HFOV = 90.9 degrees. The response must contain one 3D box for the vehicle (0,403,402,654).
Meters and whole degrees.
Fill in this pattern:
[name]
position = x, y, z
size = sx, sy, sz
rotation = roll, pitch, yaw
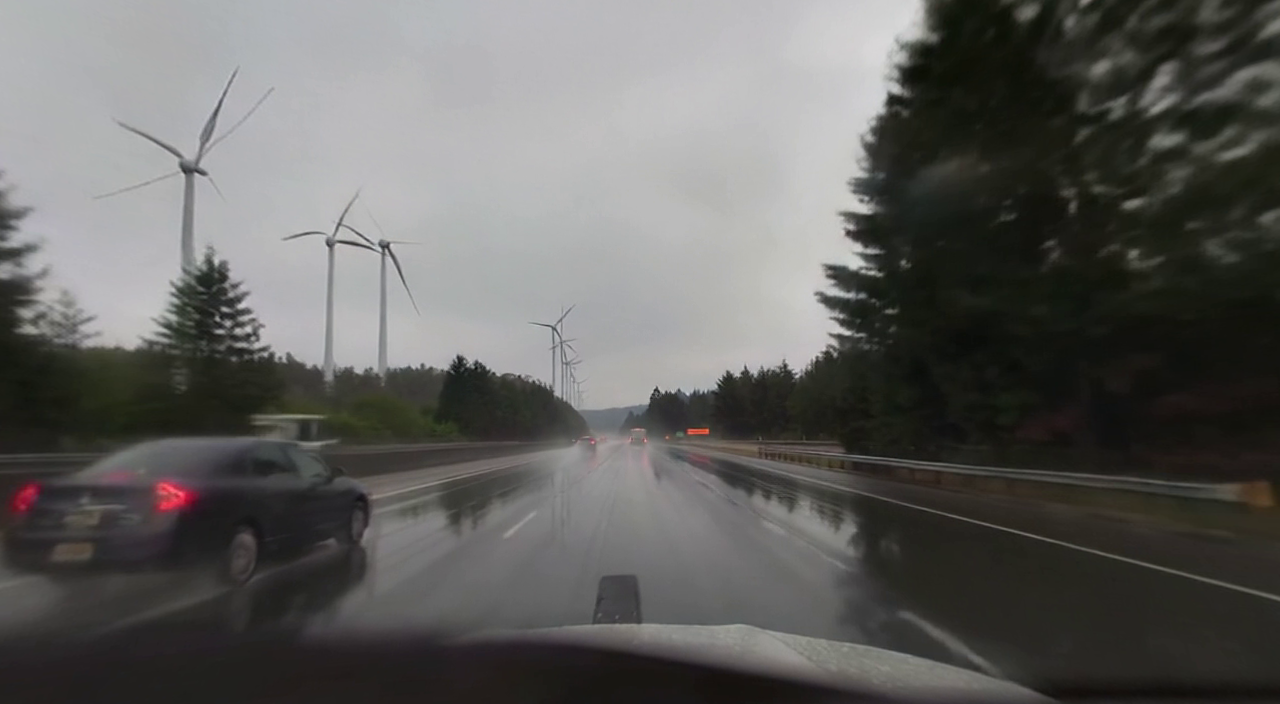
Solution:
[vehicle]
position = -3.971, 1.340, 5.868
size = 1.950, 1.511, 3.965
rotation = 0, -8, 0
